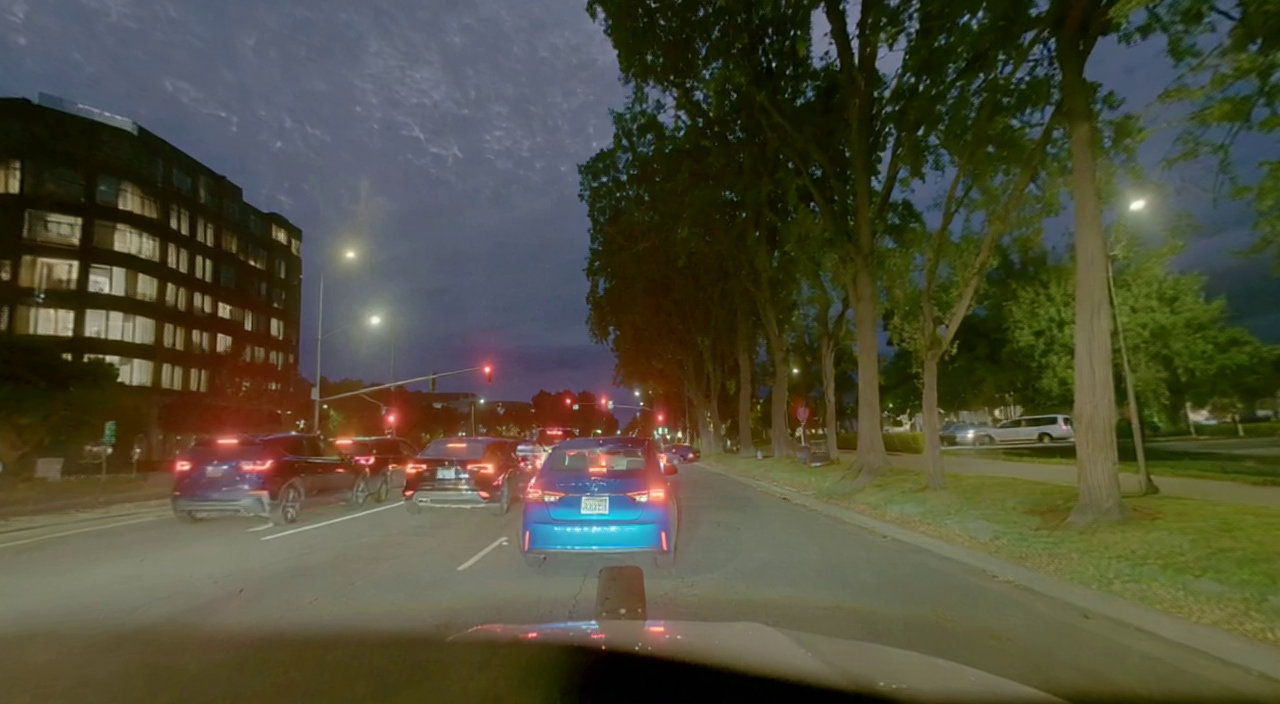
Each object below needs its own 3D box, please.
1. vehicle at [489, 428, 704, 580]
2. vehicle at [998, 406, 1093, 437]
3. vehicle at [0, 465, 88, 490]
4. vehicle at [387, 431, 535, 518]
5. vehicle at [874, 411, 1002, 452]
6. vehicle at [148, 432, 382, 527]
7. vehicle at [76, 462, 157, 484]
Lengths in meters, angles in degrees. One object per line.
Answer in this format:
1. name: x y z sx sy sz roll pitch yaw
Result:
1. vehicle: -0.415 1.798 8.237 2.104 1.472 3.946 0 -9 0
2. vehicle: 28.630 4.948 44.848 5.333 1.880 2.130 -6 -9 25
3. vehicle: -36.598 7.632 38.550 4.093 1.440 1.804 0 -9 0
4. vehicle: -3.623 2.561 13.641 1.969 1.570 4.019 0 -9 1
5. vehicle: 13.947 3.773 29.830 4.975 1.809 1.956 0 -9 1
6. vehicle: -7.277 2.504 12.947 2.096 1.593 4.288 0 -9 1
7. vehicle: -36.349 8.369 43.907 3.918 1.423 1.861 0 -9 -1
